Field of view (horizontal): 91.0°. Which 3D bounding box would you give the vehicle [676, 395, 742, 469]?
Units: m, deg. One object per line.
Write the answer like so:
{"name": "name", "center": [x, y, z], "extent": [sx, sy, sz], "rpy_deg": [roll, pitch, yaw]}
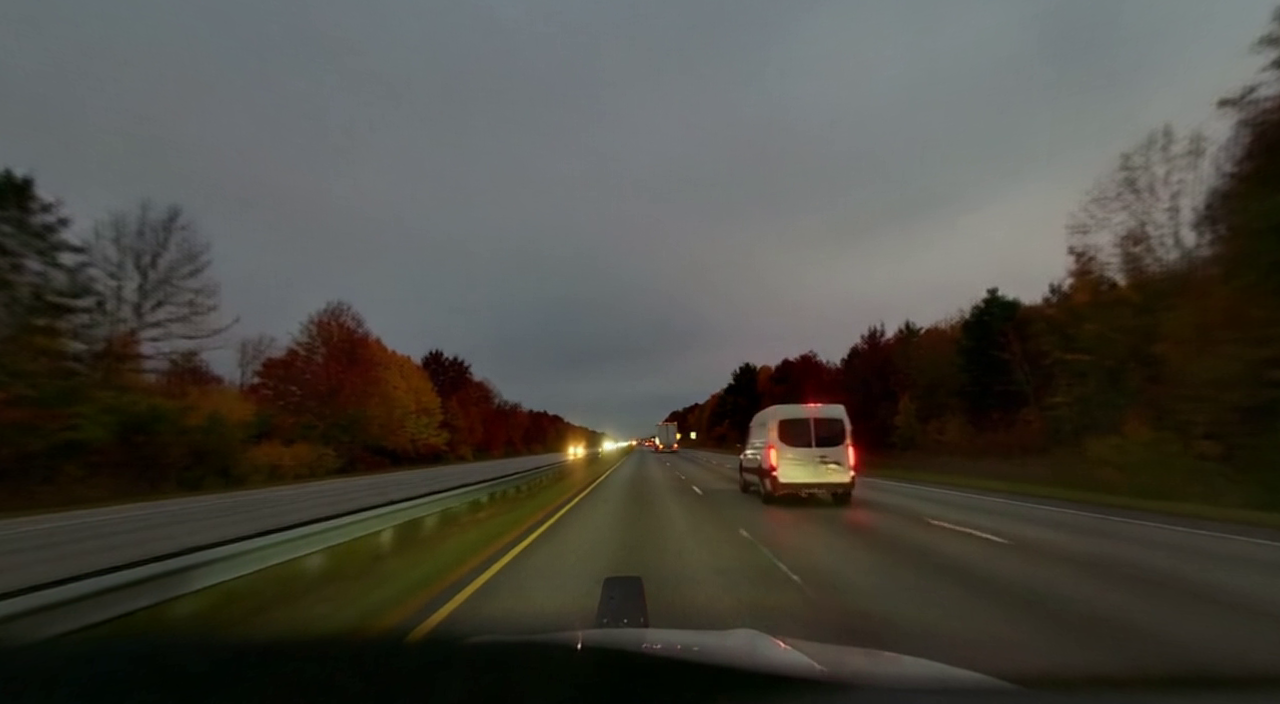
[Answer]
{"name": "vehicle", "center": [4.427, 5.768, 44.341], "extent": [3.208, 4.202, 15.777], "rpy_deg": [0, -8, 1]}

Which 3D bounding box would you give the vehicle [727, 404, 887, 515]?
{"name": "vehicle", "center": [3.569, 2.439, 14.698], "extent": [2.291, 2.112, 5.052], "rpy_deg": [0, -8, 0]}
